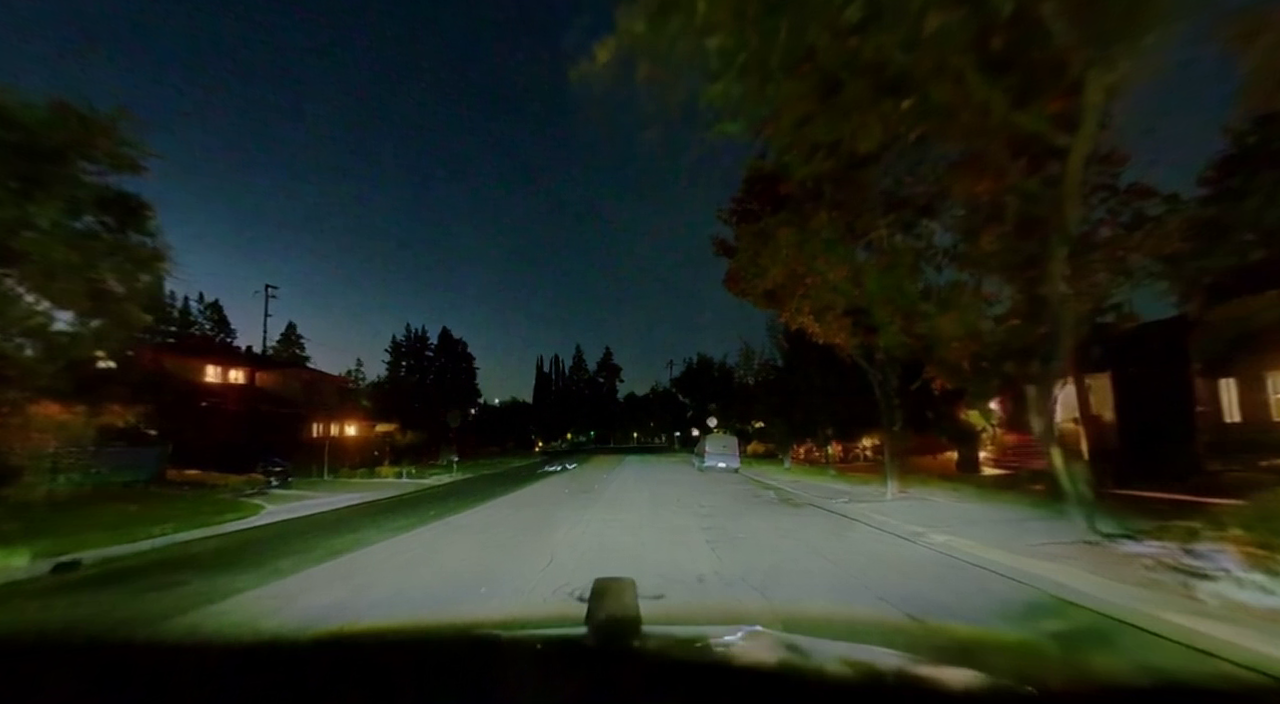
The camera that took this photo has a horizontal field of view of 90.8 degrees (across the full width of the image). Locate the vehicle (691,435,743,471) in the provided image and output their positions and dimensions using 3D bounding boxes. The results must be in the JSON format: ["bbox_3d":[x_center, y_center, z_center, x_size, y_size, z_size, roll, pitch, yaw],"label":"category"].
[{"bbox_3d":[3.447,4.597,28.907,1.975,1.528,4.000,0,-9,1],"label":"vehicle"}]

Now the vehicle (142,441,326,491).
[{"bbox_3d":[-13.110,3.697,20.670,4.572,1.522,1.999,0,-9,-3],"label":"vehicle"}]
